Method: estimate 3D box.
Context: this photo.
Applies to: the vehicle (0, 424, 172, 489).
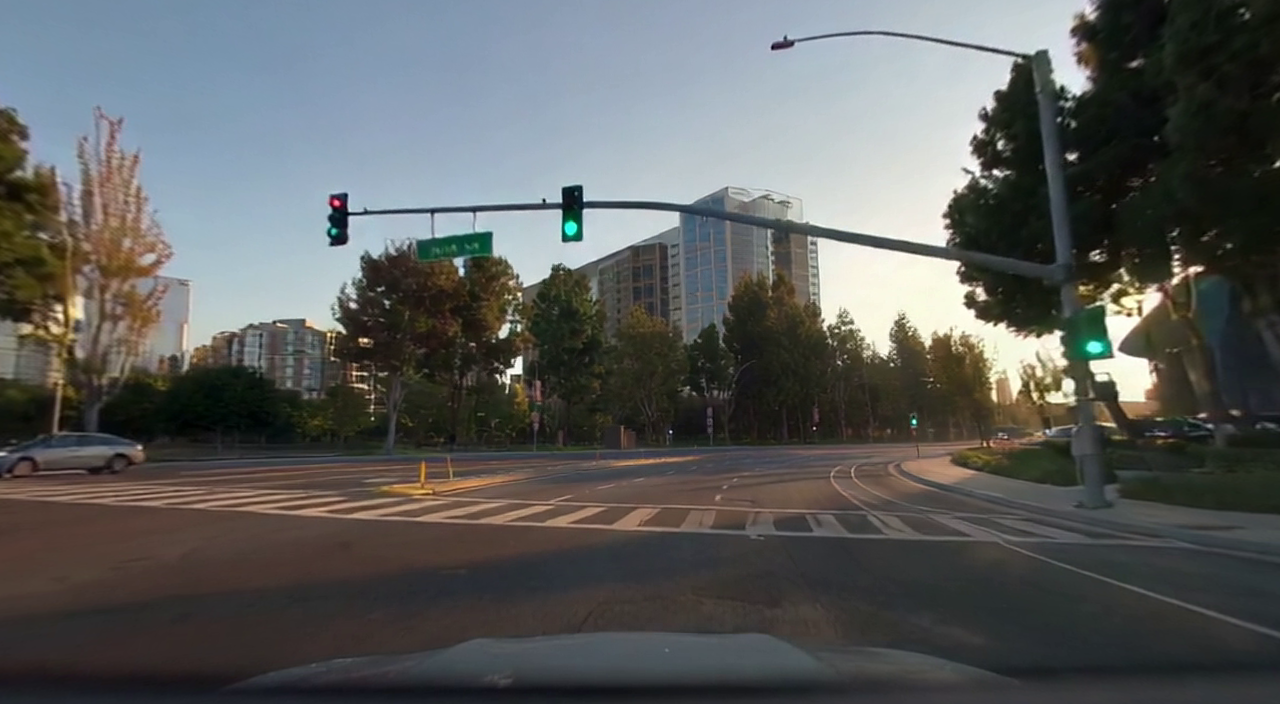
[{"bbox_3d":[-15.166,2.677,16.335,1.853,1.487,4.691,-2,-9,12],"label":"vehicle"}]
